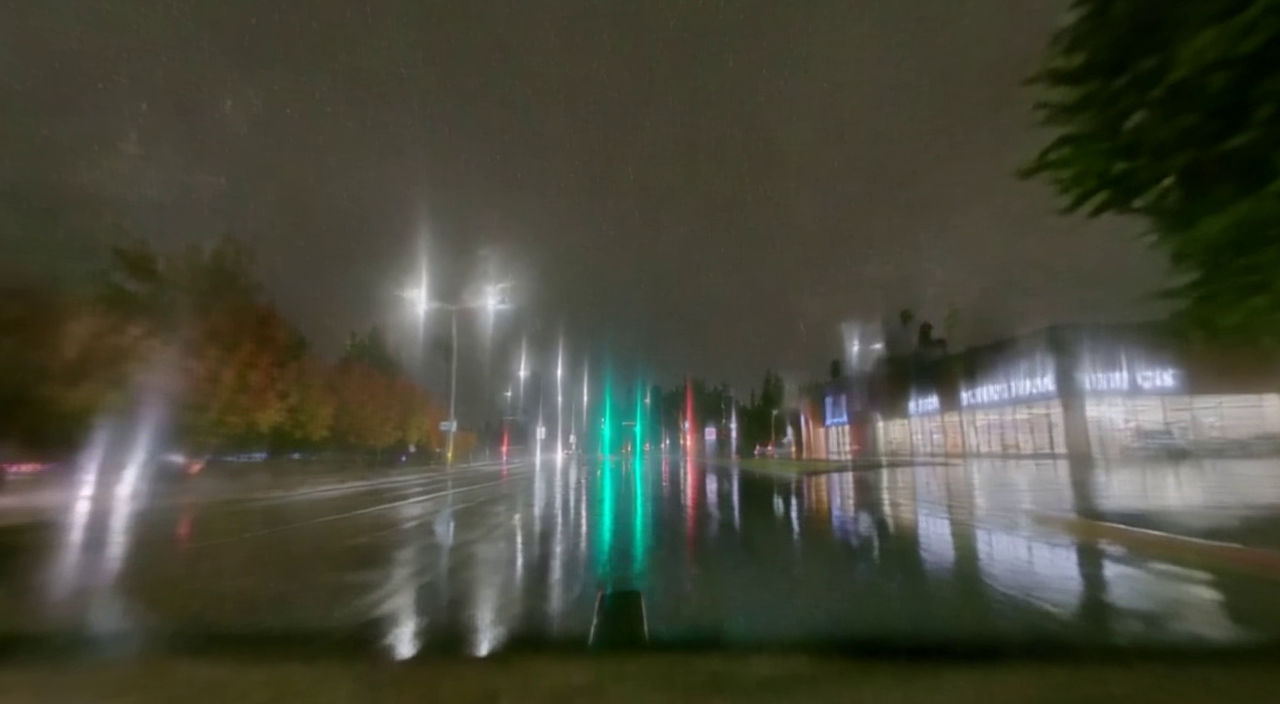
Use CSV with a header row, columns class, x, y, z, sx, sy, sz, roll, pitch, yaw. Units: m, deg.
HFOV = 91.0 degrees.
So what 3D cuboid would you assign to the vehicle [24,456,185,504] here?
class,x,y,z,sx,sy,sz,roll,pitch,yaw
vehicle,-19.738,4.704,23.569,1.884,1.479,4.740,0,-9,0
